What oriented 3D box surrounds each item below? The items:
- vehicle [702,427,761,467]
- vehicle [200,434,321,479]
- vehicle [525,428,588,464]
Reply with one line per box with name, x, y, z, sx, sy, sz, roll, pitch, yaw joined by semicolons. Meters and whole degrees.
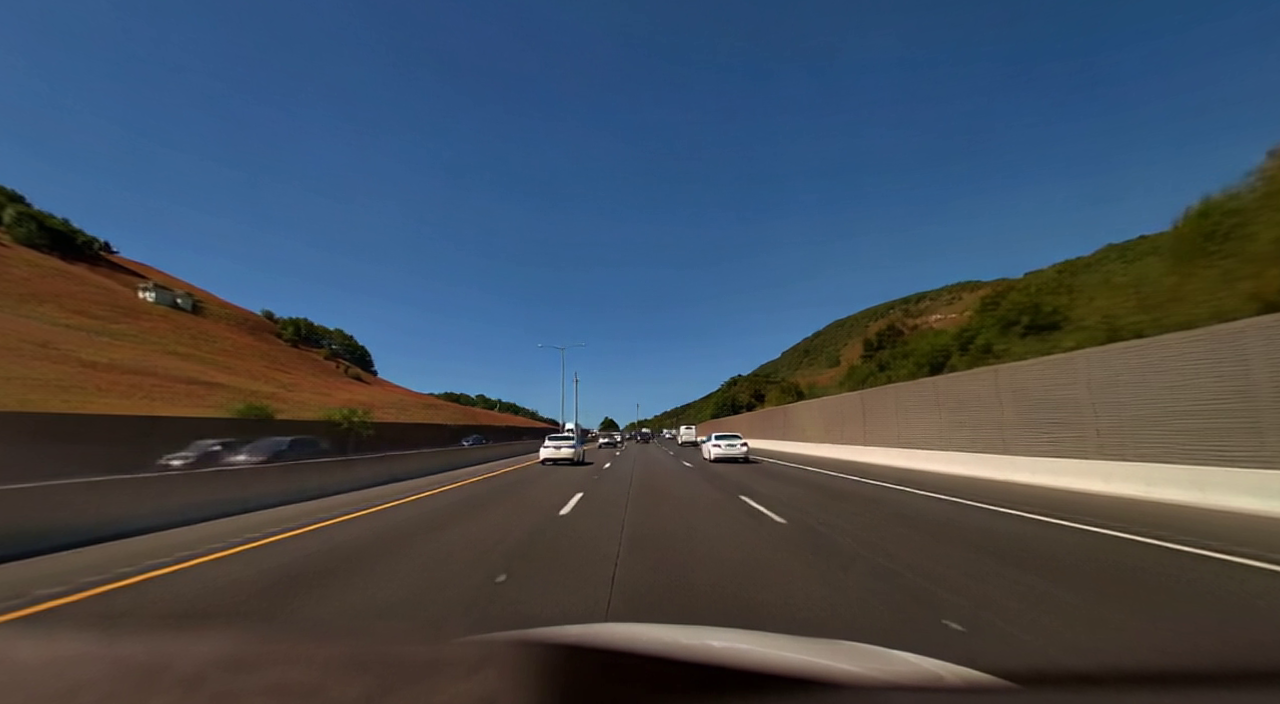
vehicle;3.630;3.821;25.585;1.806;1.469;3.681;0;-8;-1
vehicle;-14.581;4.006;24.550;2.015;1.577;4.262;0;-8;0
vehicle;-3.627;4.173;28.120;2.204;1.486;4.121;0;-8;0
